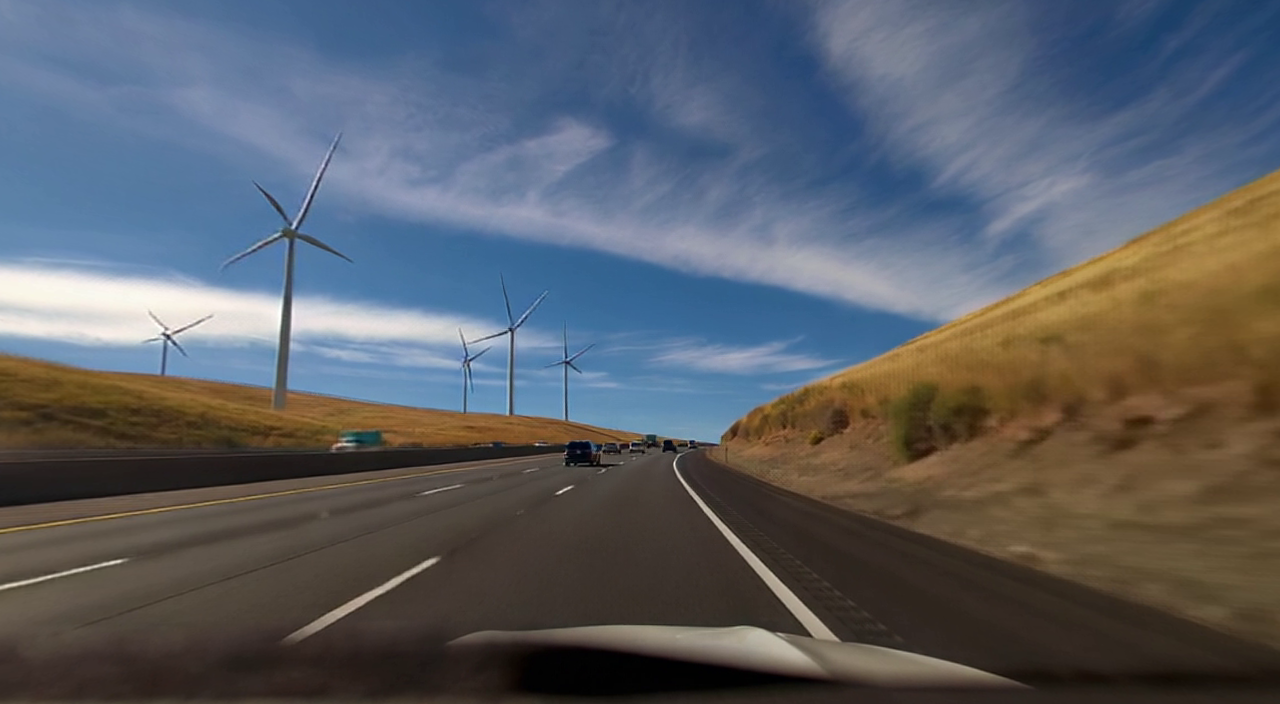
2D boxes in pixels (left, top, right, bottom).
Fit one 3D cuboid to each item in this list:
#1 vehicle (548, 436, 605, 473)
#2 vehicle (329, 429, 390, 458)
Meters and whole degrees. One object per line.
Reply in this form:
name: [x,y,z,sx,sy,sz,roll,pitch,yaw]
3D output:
vehicle: [-3.022,5.030,31.114,2.118,1.702,4.355,0,-9,3]
vehicle: [-20.733,6.808,46.788,2.017,2.074,5.126,0,-9,2]
